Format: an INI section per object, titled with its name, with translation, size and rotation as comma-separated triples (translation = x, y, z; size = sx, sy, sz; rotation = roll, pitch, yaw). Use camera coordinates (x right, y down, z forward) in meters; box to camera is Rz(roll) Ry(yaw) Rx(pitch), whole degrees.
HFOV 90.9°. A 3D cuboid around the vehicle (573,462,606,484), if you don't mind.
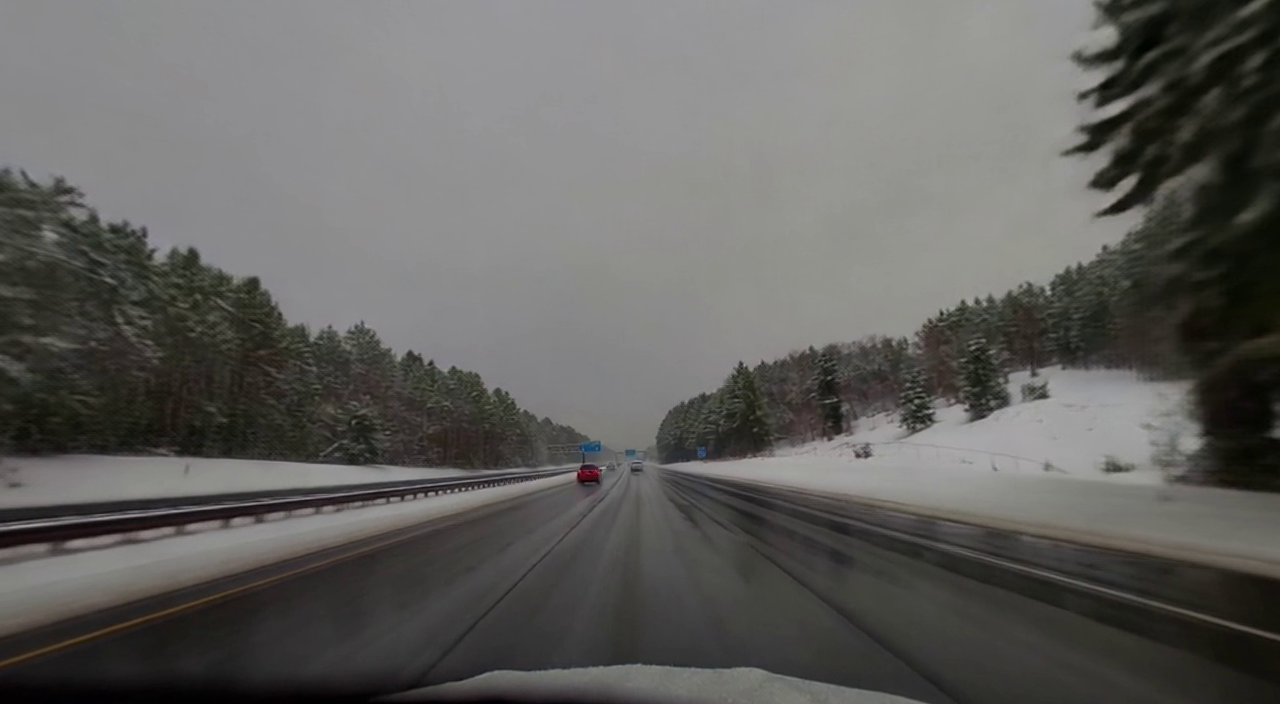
[vehicle]
translation = -3.749, 9.209, 47.909
size = 2.143, 1.516, 4.552
rotation = 1, -11, 0
